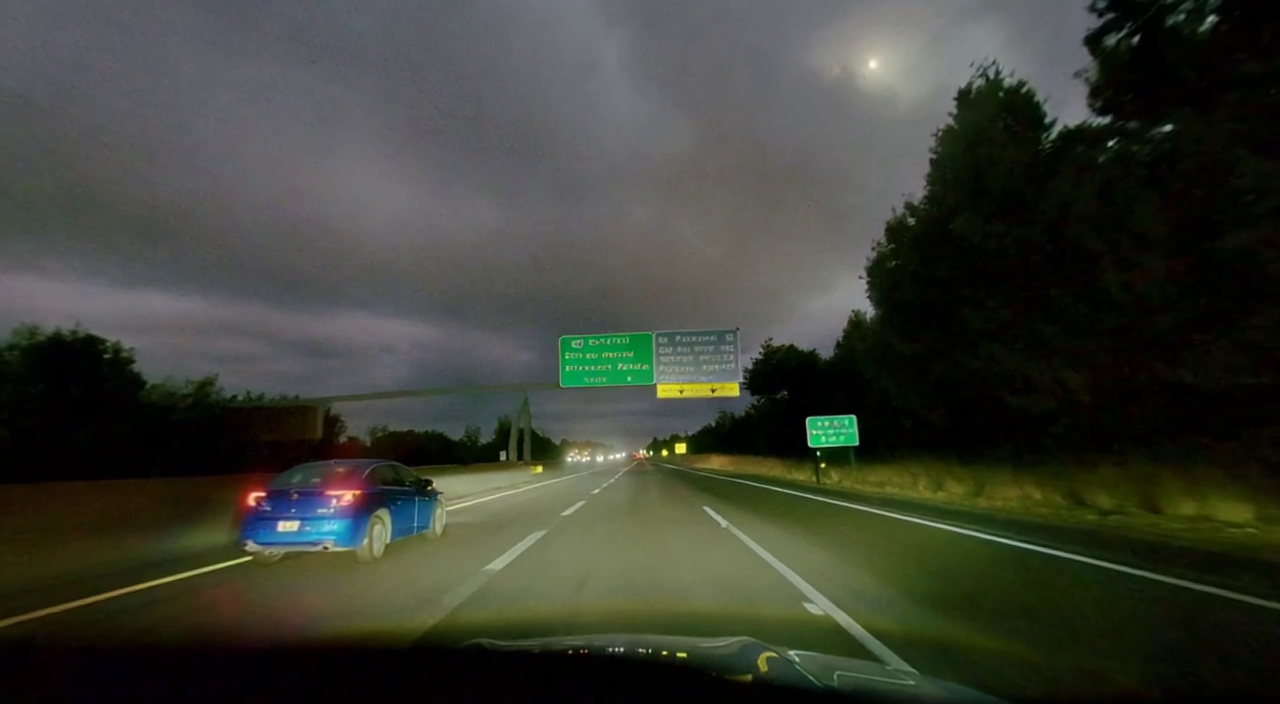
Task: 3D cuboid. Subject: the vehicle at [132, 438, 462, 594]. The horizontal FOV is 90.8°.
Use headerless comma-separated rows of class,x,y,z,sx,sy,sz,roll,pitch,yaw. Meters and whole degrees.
vehicle,-4.001,1.956,8.326,2.121,1.537,3.852,0,-9,1
